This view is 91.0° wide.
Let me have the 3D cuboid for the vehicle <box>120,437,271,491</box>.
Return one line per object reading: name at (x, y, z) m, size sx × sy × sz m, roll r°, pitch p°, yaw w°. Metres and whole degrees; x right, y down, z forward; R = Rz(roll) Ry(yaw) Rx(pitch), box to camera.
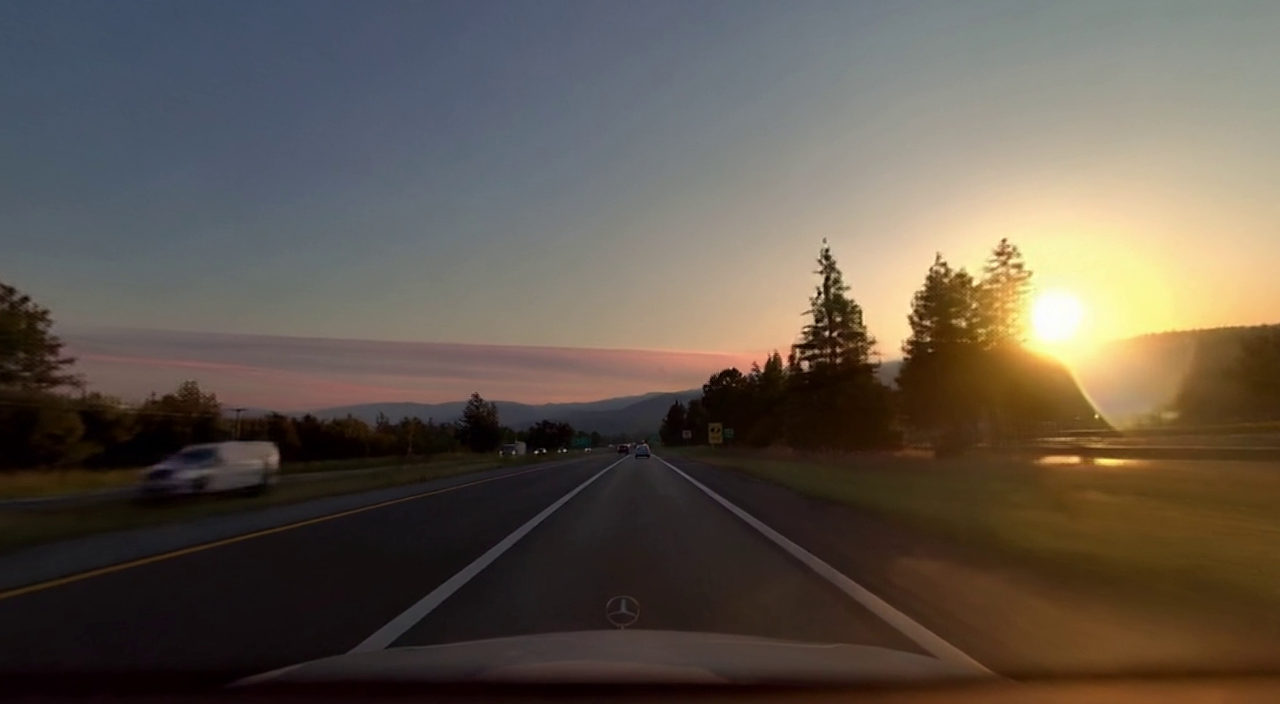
vehicle at (-19.932, 5.032, 28.748) m, size 2.446 × 2.197 × 5.935 m, roll 0°, pitch -9°, yaw 1°
